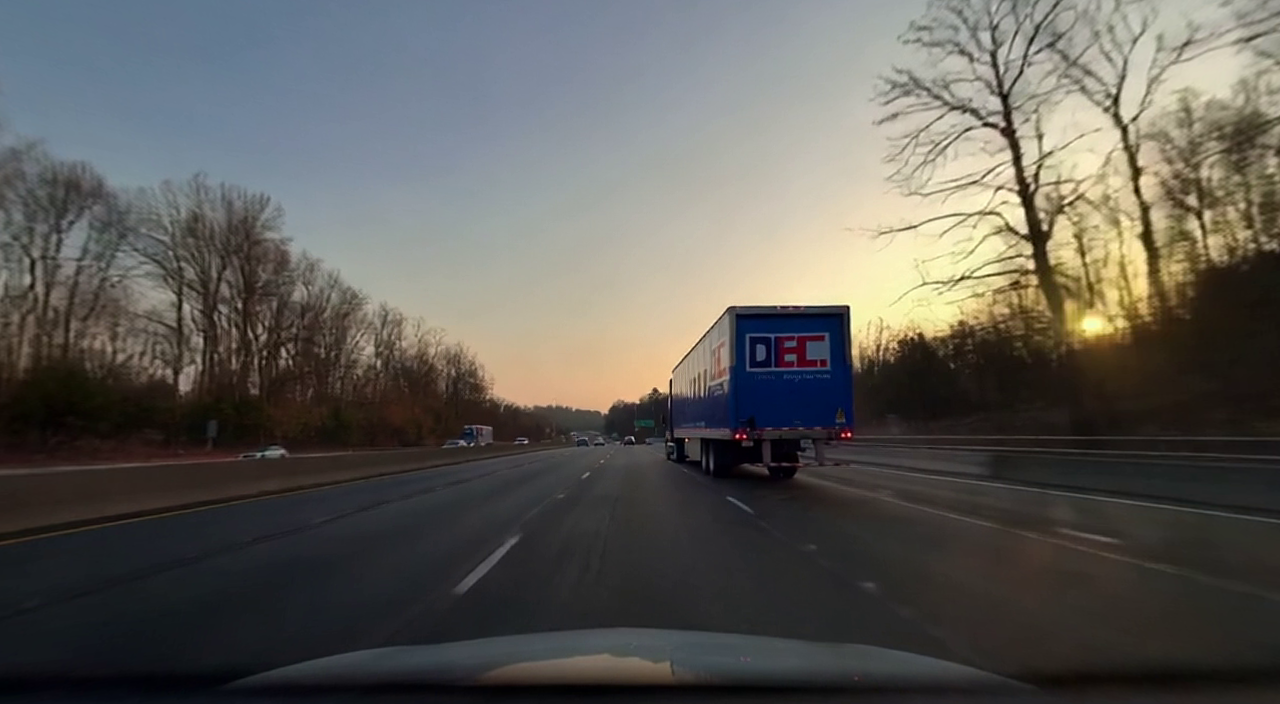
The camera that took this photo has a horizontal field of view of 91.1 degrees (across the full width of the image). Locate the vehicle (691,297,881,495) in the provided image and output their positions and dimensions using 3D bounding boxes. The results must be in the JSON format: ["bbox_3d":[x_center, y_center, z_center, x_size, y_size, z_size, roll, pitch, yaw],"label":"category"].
[{"bbox_3d":[3.448,1.481,17.832,3.011,4.211,8.926,0,-8,-1],"label":"vehicle"}]
